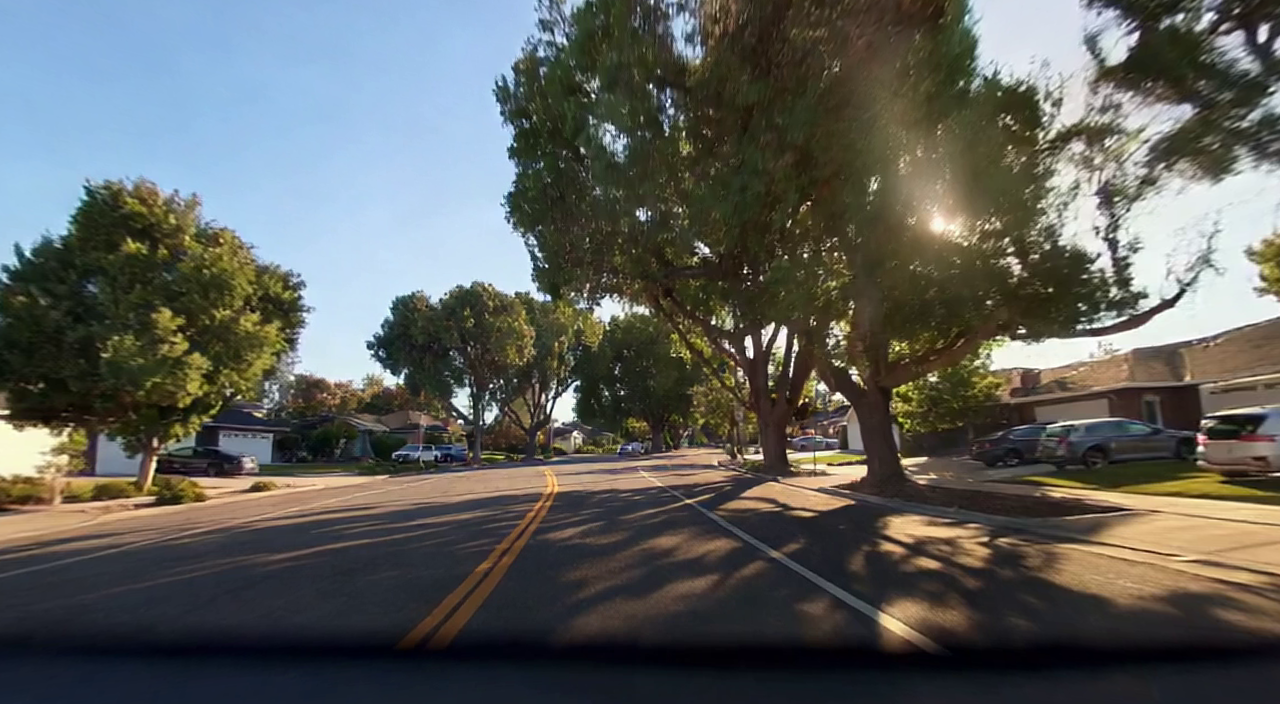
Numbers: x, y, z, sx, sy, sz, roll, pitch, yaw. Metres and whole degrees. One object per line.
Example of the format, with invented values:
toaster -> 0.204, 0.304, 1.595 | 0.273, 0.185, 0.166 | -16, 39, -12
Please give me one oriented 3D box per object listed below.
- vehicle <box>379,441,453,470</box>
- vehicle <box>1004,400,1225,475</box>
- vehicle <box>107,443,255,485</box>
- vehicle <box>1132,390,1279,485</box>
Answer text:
vehicle -> -16.114, 7.477, 45.896 | 2.418, 1.969, 6.615 | -1, -8, 6
vehicle -> 14.140, 2.642, 19.174 | 4.733, 1.848, 1.997 | -5, -10, 11
vehicle -> -21.535, 5.250, 29.860 | 5.166, 1.847, 2.049 | 1, -8, -6
vehicle -> 15.608, 1.915, 14.574 | 6.117, 2.005, 2.230 | -4, -9, 13
